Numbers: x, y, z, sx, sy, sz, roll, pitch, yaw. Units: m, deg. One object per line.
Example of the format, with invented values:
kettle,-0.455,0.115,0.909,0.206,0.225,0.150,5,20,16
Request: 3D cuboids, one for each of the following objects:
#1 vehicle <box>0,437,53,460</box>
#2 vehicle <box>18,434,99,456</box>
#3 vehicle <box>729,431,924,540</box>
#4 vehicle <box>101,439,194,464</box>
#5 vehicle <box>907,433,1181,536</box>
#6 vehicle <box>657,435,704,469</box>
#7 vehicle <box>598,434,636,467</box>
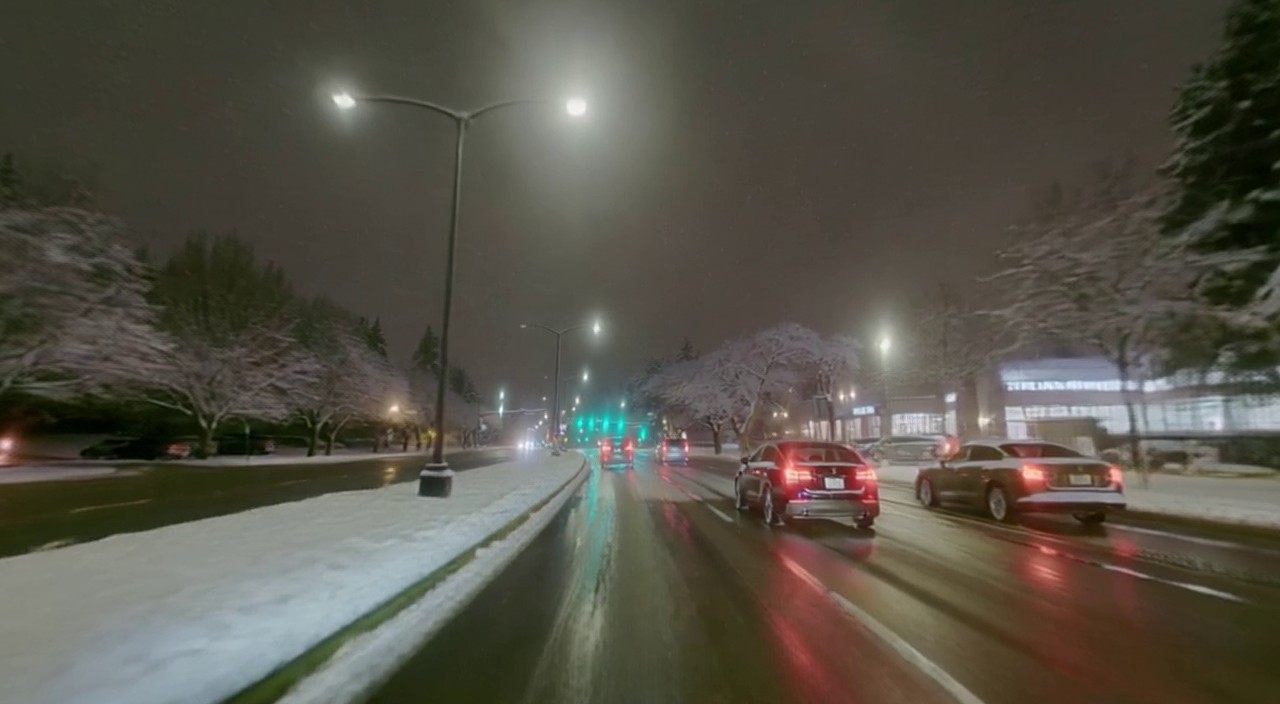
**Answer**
vehicle,-44.087,6.709,43.840,4.194,1.492,2.033,0,-8,-3
vehicle,-44.805,7.191,48.541,4.087,1.669,1.869,1,-8,-8
vehicle,2.851,2.131,10.751,1.883,1.452,4.258,0,-8,-2
vehicle,-30.819,6.204,39.489,4.040,1.501,2.088,1,-8,-4
vehicle,6.758,2.220,11.248,1.917,1.457,4.274,0,-8,-2
vehicle,2.172,5.523,35.053,2.000,1.745,4.206,1,-8,-5
vehicle,-1.411,5.812,37.308,2.051,1.798,4.168,1,-8,-4
